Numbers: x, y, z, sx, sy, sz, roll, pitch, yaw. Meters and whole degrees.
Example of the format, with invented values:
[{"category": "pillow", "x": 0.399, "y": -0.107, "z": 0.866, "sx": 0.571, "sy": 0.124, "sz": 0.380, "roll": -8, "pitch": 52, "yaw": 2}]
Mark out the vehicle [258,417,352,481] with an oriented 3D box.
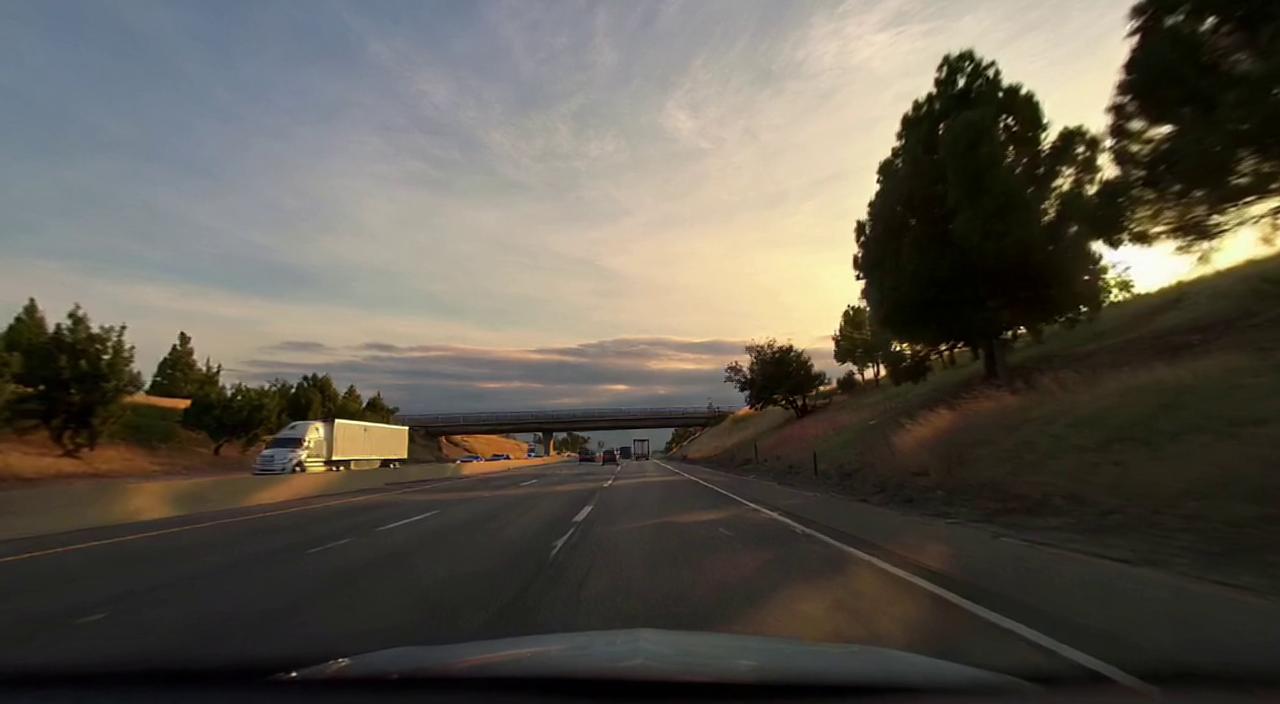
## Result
[{"category": "vehicle", "x": -22.444, "y": 6.582, "z": 42.693, "sx": 2.983, "sy": 3.987, "sz": 5.851, "roll": 0, "pitch": -9, "yaw": -1}]
